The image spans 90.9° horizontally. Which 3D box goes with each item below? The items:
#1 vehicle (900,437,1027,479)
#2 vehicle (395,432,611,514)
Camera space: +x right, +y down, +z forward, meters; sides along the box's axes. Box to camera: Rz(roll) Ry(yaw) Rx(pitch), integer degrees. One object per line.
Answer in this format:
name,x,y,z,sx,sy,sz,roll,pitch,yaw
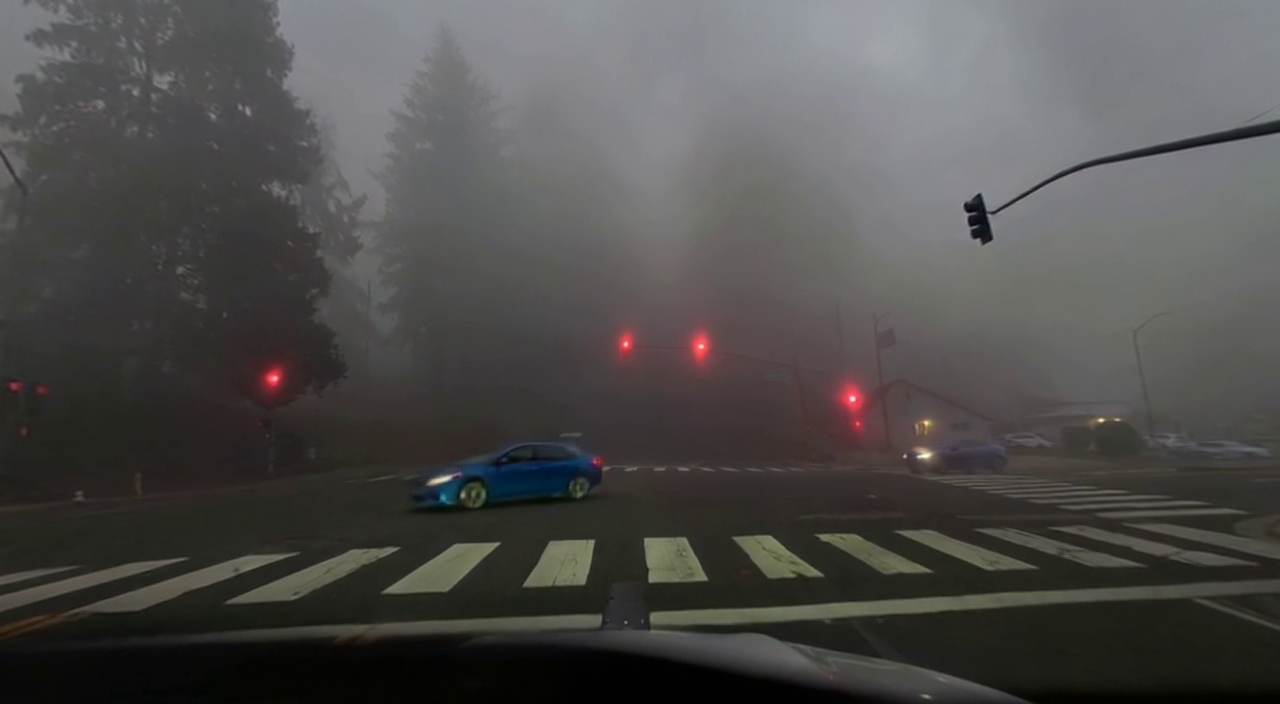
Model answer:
vehicle,12.670,4.121,24.689,4.377,1.523,1.877,3,-9,-20
vehicle,-2.790,2.561,13.897,1.864,1.482,4.528,-6,-10,35
